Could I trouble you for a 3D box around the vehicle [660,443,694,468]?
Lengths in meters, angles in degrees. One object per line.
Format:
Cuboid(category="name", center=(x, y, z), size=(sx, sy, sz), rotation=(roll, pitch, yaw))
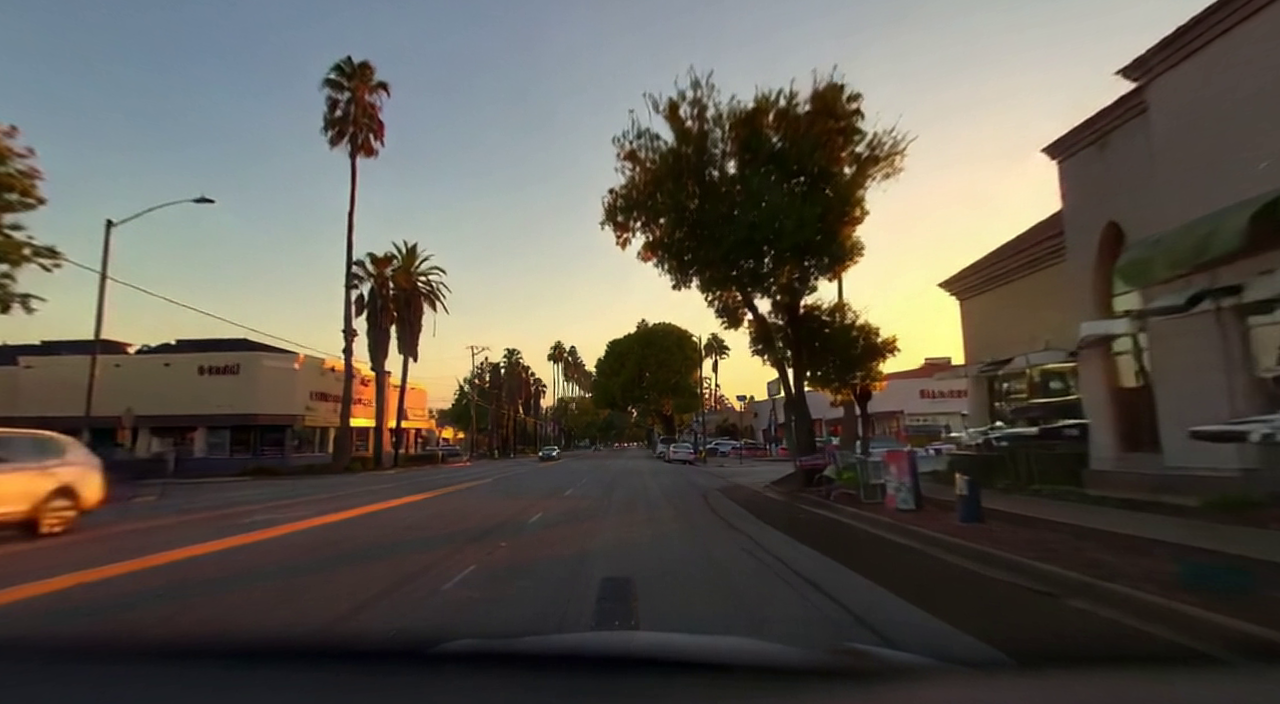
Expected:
Cuboid(category="vehicle", center=(2.517, 7.178, 44.003), size=(2.046, 1.588, 4.508), rotation=(0, -9, -1))
